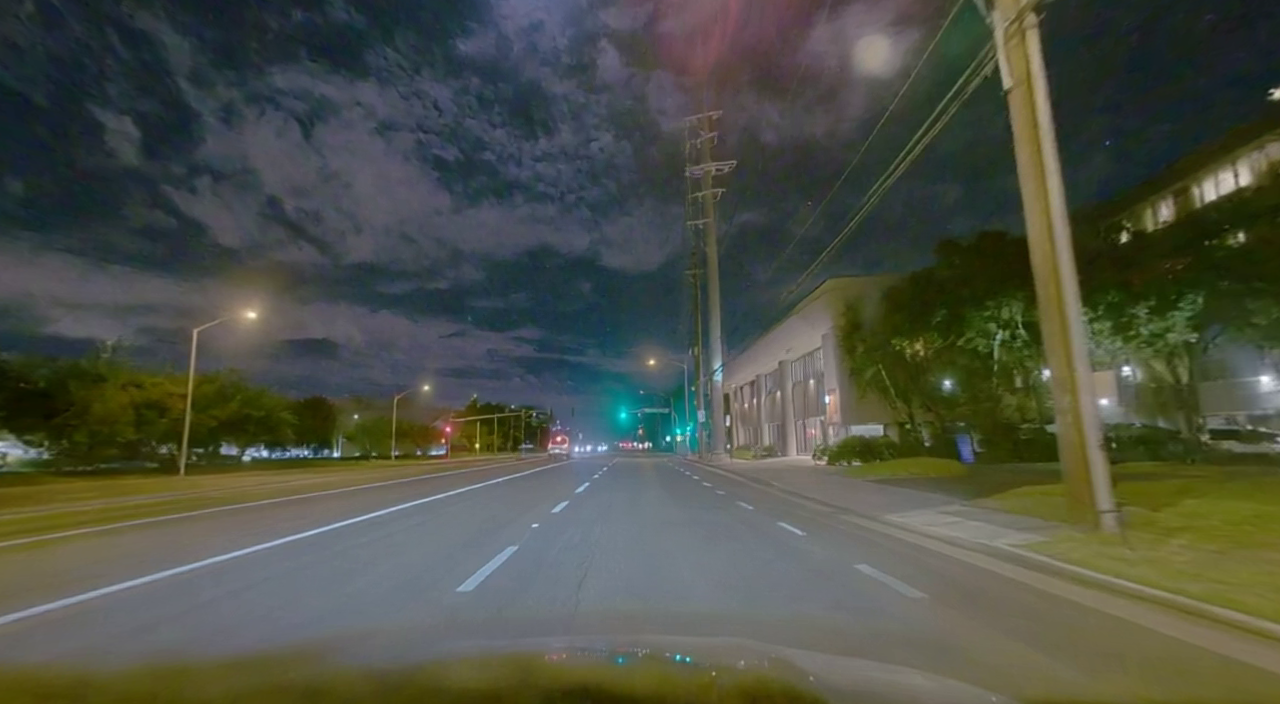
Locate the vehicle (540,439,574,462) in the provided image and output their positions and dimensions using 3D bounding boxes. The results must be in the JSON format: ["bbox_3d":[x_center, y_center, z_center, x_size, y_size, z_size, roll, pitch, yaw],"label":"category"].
[{"bbox_3d":[-6.475,7.705,49.616,2.052,1.662,4.299,0,-8,0],"label":"vehicle"}]

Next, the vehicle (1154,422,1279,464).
[{"bbox_3d":[22.625,3.487,24.171,1.847,1.438,4.601,0,-8,-3],"label":"vehicle"}]
